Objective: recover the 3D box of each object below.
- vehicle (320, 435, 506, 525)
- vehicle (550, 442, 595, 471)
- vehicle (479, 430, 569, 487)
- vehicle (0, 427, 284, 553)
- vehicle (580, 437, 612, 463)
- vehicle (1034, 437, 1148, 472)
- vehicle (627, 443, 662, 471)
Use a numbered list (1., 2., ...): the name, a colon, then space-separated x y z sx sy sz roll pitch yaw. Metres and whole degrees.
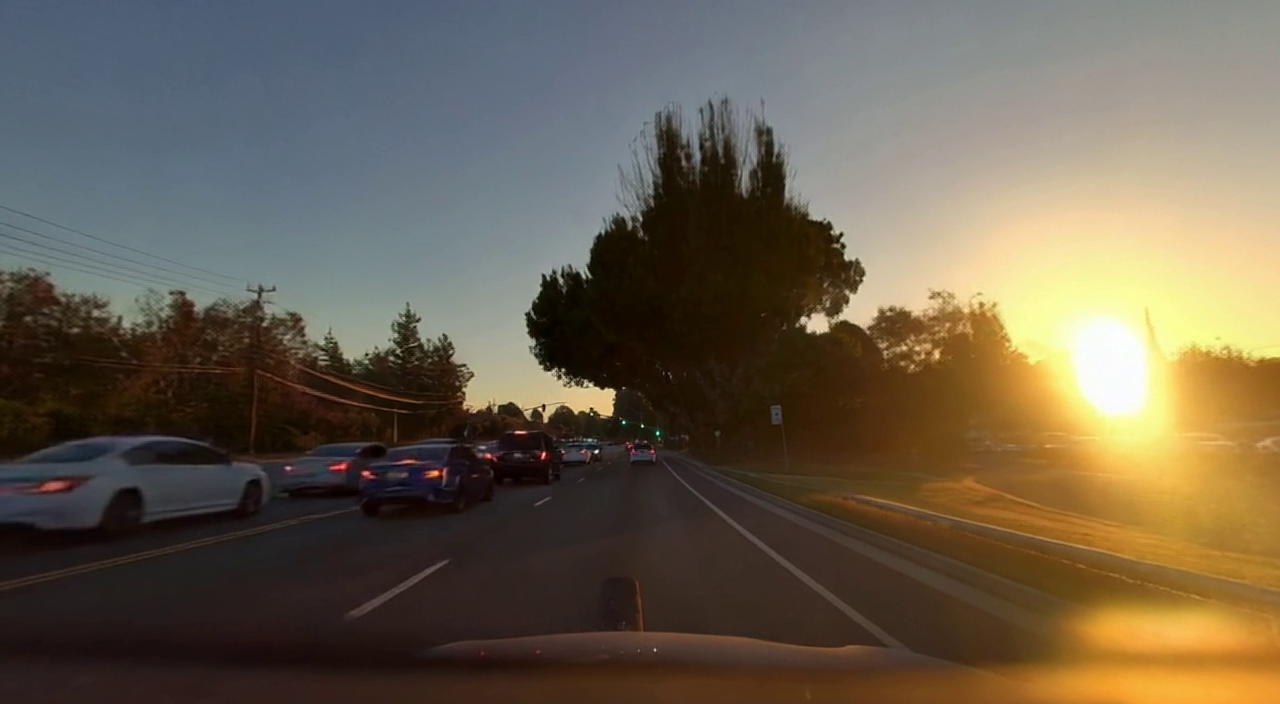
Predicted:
1. vehicle: -4.193 2.418 12.562 1.975 1.447 4.356 -1 -8 2
2. vehicle: -3.642 5.701 34.716 1.952 1.471 4.334 0 -8 0
3. vehicle: -3.873 3.656 21.996 2.130 1.749 4.904 0 -8 1
4. vehicle: -7.725 1.967 9.720 1.901 1.478 4.322 0 -8 1
5. vehicle: -3.392 7.695 49.688 2.242 1.852 5.201 0 -8 0
6. vehicle: 27.407 6.219 38.463 5.193 1.955 2.249 0 -7 0
7. vehicle: 0.253 5.919 35.758 1.875 1.453 3.888 0 -8 0
